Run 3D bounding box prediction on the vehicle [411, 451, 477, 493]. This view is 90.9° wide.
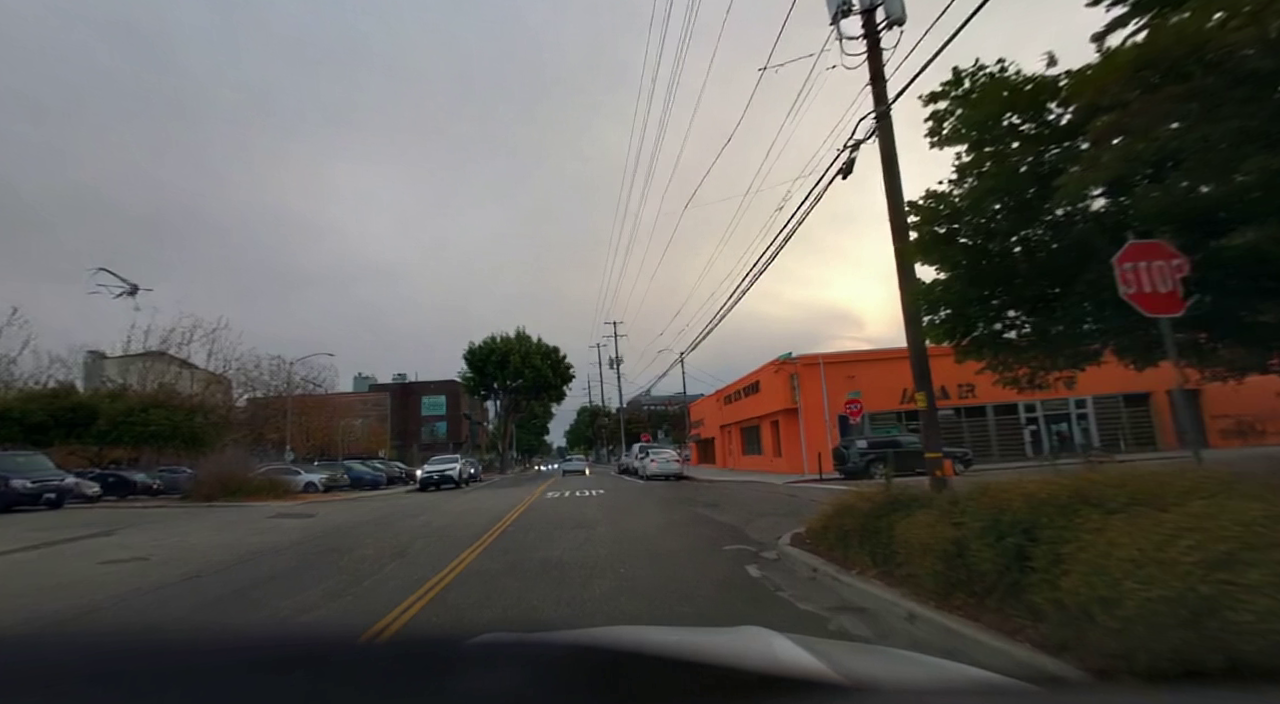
[{"bbox_3d":[-9.267,5.667,30.306,2.146,1.775,5.117,1,-8,-7],"label":"vehicle"}]

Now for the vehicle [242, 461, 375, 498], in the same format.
[{"bbox_3d":[-15.127,5.829,29.032,4.968,1.493,1.961,1,-8,-9],"label":"vehicle"}]

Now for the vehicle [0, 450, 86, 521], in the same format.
[{"bbox_3d":[-16.015,3.395,16.526,2.010,1.630,4.139,7,-11,-40],"label":"vehicle"}]

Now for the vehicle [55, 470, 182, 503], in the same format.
[{"bbox_3d":[-27.010,6.957,32.776,4.660,1.488,1.930,1,-9,-8],"label":"vehicle"}]

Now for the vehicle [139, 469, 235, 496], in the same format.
[{"bbox_3d":[-27.516,7.918,38.373,4.276,1.452,1.803,1,-9,-9],"label":"vehicle"}]

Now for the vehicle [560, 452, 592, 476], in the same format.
[{"bbox_3d":[-4.554,7.878,44.558,2.033,1.464,4.645,1,-8,-8],"label":"vehicle"}]

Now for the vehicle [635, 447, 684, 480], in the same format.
[{"bbox_3d":[0.848,5.350,30.630,1.840,1.452,4.517,1,-8,-5],"label":"vehicle"}]

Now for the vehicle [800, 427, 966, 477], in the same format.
[{"bbox_3d":[8.734,3.584,22.848,5.255,1.688,1.994,1,-8,-11],"label":"vehicle"}]
